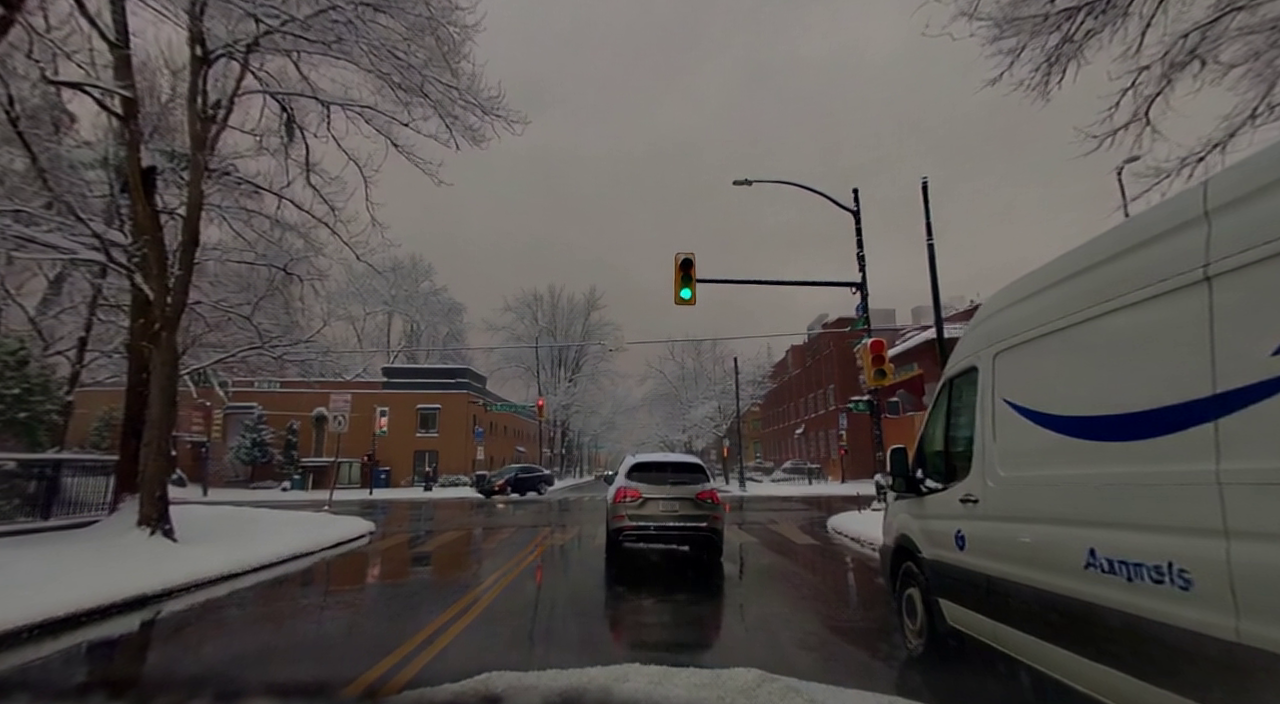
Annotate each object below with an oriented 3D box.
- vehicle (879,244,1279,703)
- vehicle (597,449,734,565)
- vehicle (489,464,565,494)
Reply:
[{"bbox_3d":[2.839,0.762,2.104,2.054,1.965,5.248,0,-11,1],"label":"vehicle"},{"bbox_3d":[0.302,2.571,10.944,1.961,1.629,3.610,1,-11,-2],"label":"vehicle"},{"bbox_3d":[-6.874,7.785,38.852,1.993,1.692,4.675,-6,-12,31],"label":"vehicle"}]
